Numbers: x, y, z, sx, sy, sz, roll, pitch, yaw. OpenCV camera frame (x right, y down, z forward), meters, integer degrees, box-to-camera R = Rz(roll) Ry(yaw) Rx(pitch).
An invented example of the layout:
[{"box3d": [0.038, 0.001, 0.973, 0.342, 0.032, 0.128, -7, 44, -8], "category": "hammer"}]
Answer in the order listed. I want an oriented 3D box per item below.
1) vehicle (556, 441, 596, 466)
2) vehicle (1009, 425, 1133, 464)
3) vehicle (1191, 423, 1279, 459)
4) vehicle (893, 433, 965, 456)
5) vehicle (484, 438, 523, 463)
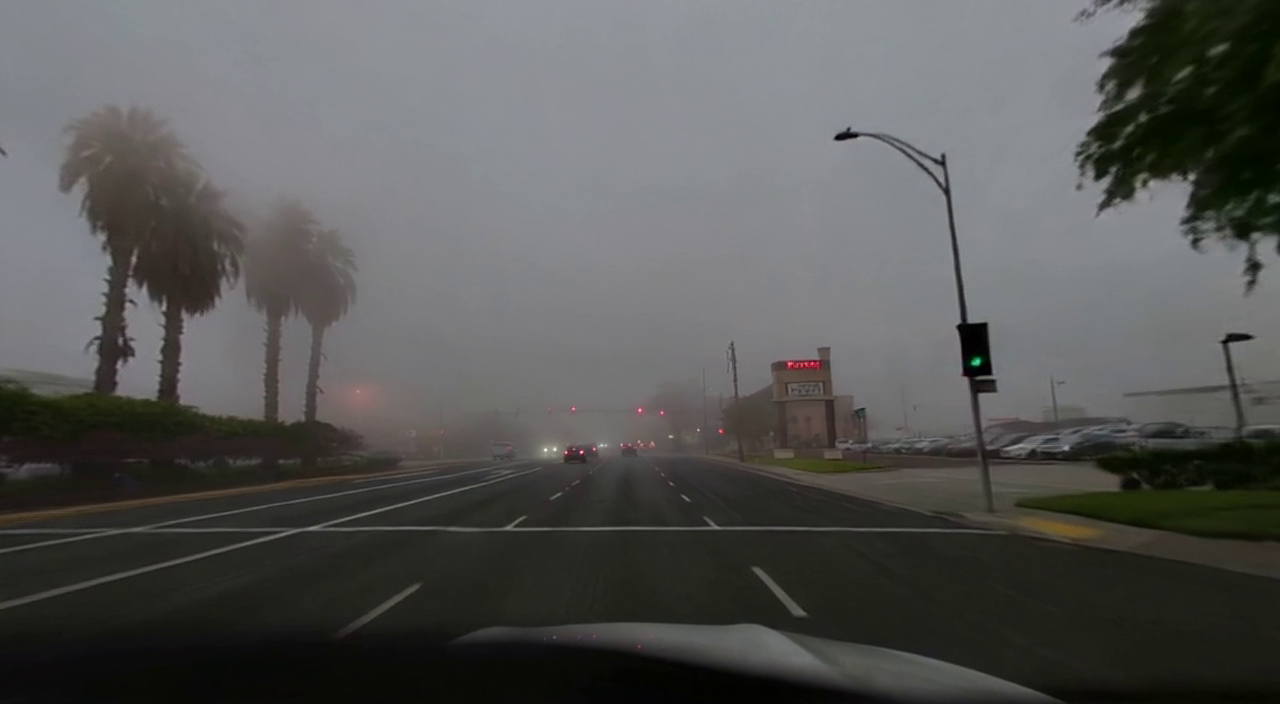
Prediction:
[{"box3d": [-4.004, 6.422, 40.214, 2.181, 1.483, 4.123, 0, -9, -1], "category": "vehicle"}, {"box3d": [20.534, 4.458, 30.378, 4.548, 1.741, 1.971, -4, -10, 25], "category": "vehicle"}, {"box3d": [27.175, 3.828, 27.063, 4.809, 1.499, 2.130, -4, -10, 23], "category": "vehicle"}, {"box3d": [20.997, 6.759, 45.894, 4.505, 1.584, 2.015, -5, -10, 27], "category": "vehicle"}, {"box3d": [-10.407, 7.533, 48.377, 2.022, 1.746, 4.406, 0, -9, 0], "category": "vehicle"}]
